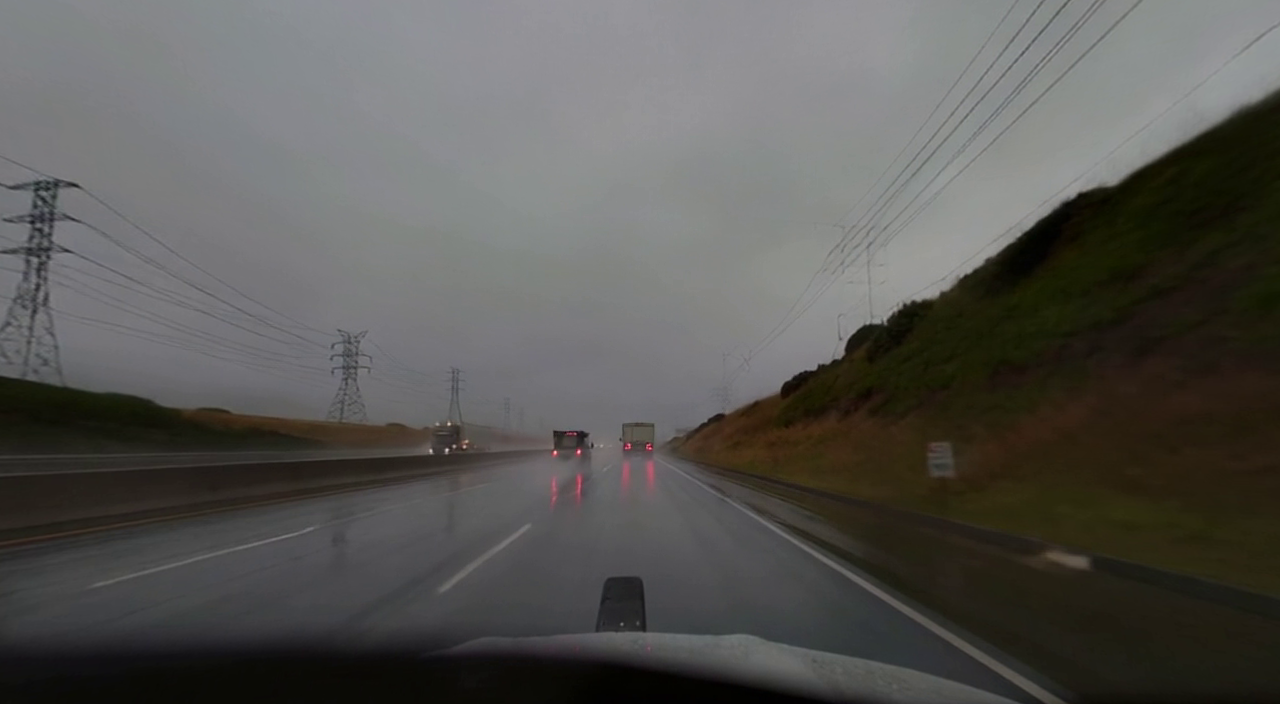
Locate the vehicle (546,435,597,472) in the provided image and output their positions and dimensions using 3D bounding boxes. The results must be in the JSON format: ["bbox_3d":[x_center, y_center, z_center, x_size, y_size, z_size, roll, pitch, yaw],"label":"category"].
[{"bbox_3d":[-3.748,5.684,35.437,2.207,1.949,4.911,0,-9,1],"label":"vehicle"}]
